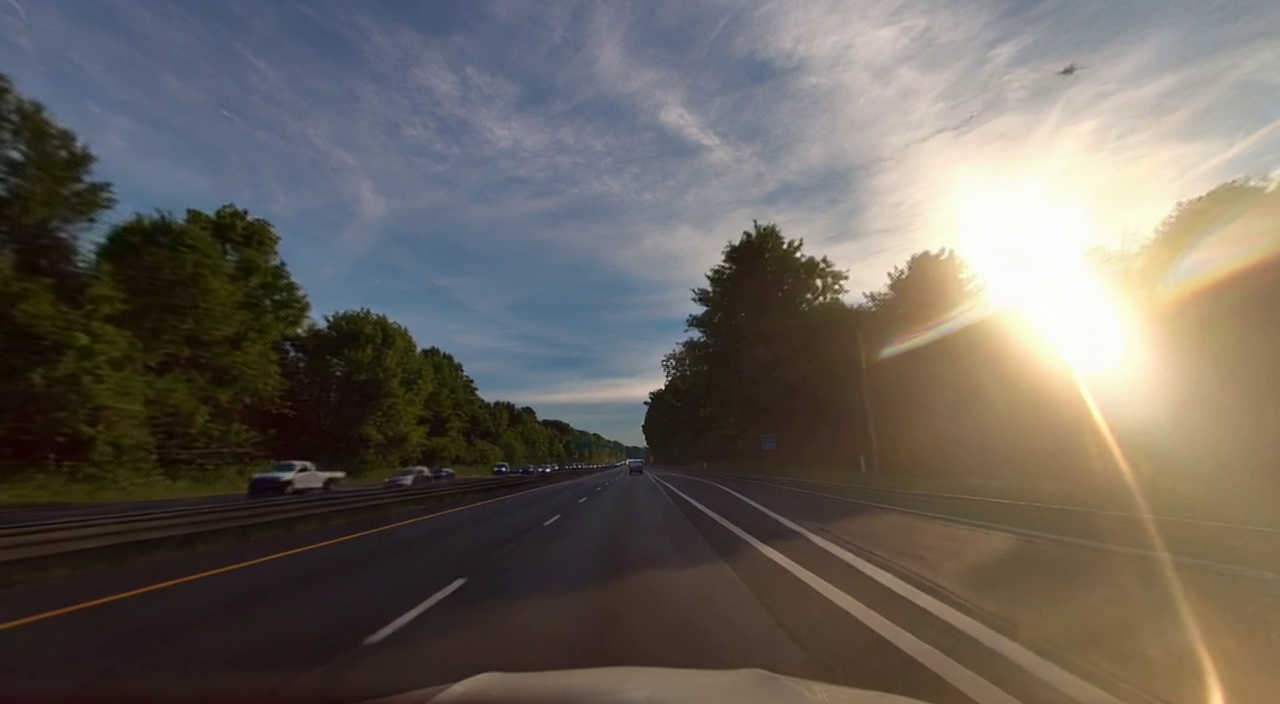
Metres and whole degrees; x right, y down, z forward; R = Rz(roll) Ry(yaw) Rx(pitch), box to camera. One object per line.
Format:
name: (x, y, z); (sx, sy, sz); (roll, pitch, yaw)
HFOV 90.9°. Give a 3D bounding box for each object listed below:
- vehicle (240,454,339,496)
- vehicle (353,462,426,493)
vehicle: (-17.086, 6.025, 31.043); (2.110, 1.857, 4.727); (1, -10, 0)
vehicle: (-12.705, 6.389, 32.259); (1.897, 1.455, 4.330); (1, -10, 0)
